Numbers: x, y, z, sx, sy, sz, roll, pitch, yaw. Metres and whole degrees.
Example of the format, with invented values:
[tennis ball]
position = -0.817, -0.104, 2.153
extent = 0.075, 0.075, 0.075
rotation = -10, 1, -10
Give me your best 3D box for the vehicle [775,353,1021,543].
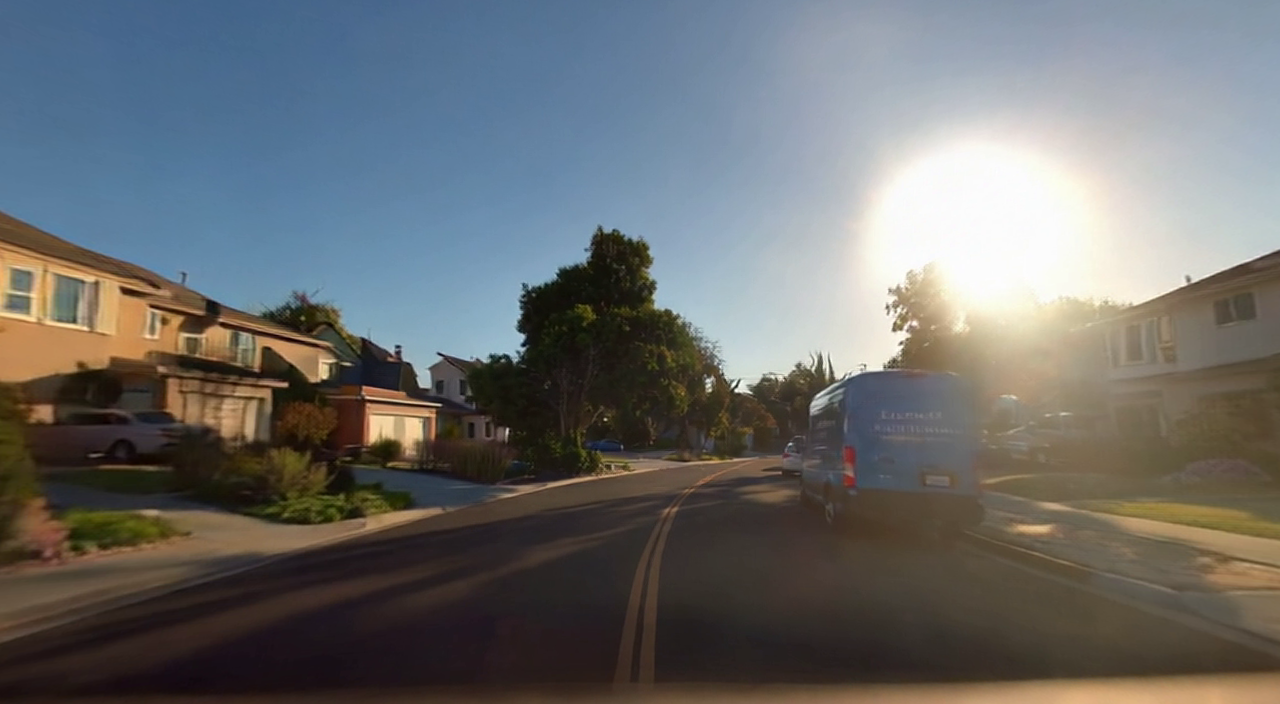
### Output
[vehicle]
position = 4.377, 1.836, 12.322
extent = 2.684, 2.712, 6.197
rotation = -1, -9, 6
